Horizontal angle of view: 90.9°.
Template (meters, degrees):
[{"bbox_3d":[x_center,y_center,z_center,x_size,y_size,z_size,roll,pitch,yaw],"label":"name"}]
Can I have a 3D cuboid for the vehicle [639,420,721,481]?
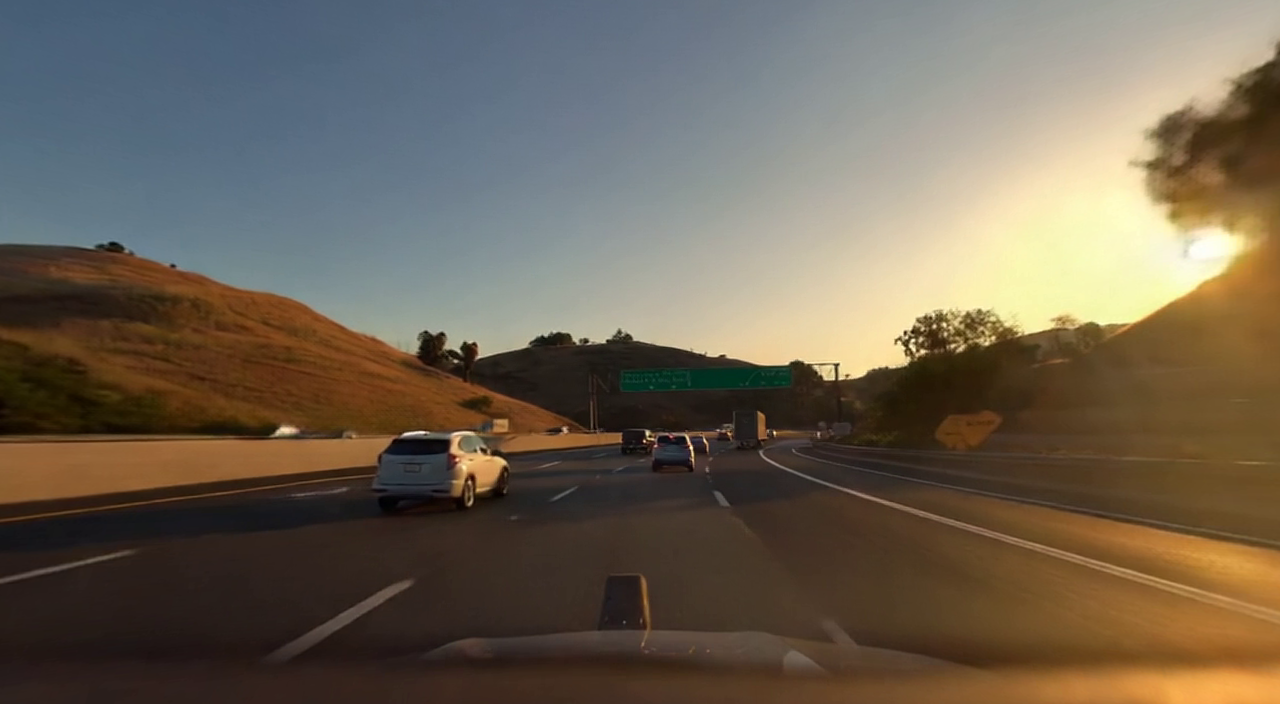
[{"bbox_3d":[1.365,3.333,21.497,2.484,1.820,4.497,-1,-8,4],"label":"vehicle"}]

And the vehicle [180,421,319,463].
[{"bbox_3d":[-16.478,3.881,27.031,2.331,1.599,5.196,-1,-8,5],"label":"vehicle"}]

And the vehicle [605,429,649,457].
[{"bbox_3d":[-0.754,5.907,40.952,2.194,1.702,4.305,-1,-8,8],"label":"vehicle"}]

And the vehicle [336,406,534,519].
[{"bbox_3d":[-3.517,2.015,11.919,2.077,1.712,4.406,-1,-8,3],"label":"vehicle"}]
